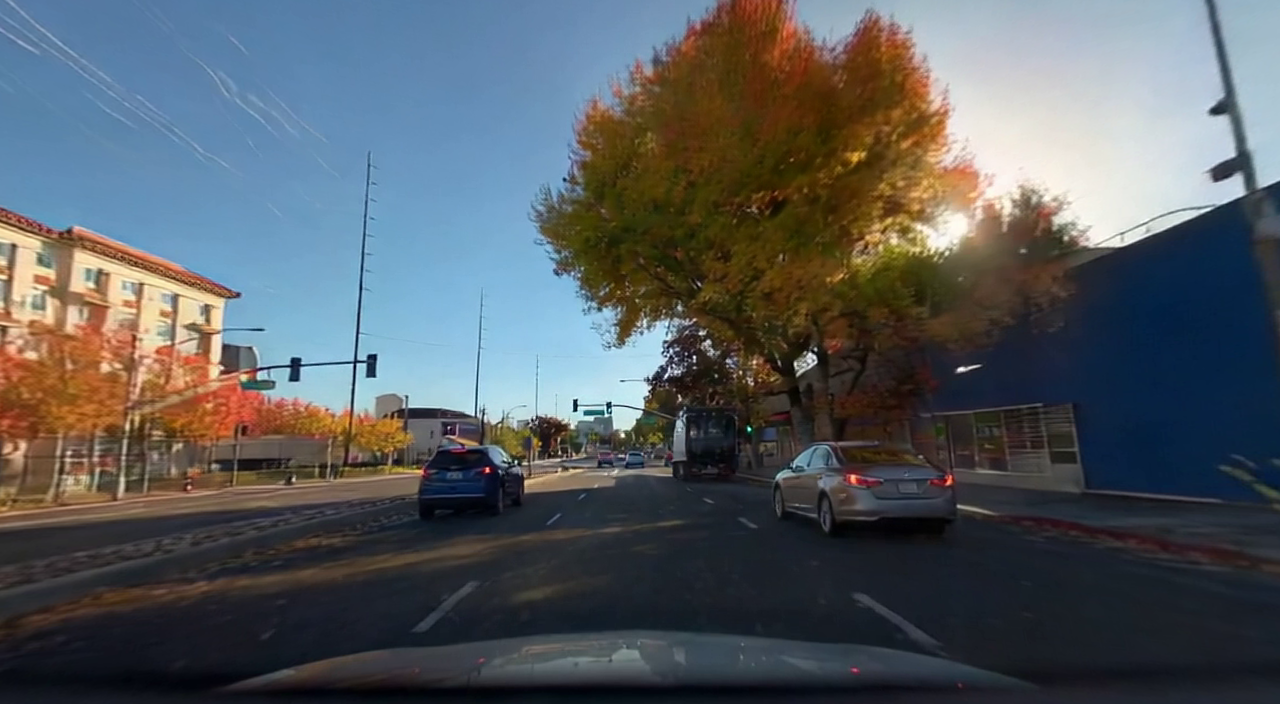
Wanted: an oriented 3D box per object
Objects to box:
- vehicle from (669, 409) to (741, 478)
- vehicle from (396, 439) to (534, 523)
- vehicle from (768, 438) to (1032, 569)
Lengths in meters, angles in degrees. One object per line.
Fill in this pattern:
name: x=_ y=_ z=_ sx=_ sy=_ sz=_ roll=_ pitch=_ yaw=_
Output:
vehicle: x=3.765 y=5.748 z=39.544 sx=3.003 sy=3.680 sz=10.684 roll=0 pitch=-8 yaw=-2
vehicle: x=-3.637 y=2.746 z=14.021 sx=1.751 sy=1.540 sz=4.481 roll=0 pitch=-8 yaw=1
vehicle: x=3.444 y=2.088 z=9.643 sx=1.915 sy=1.449 sz=4.970 roll=0 pitch=-8 yaw=0
